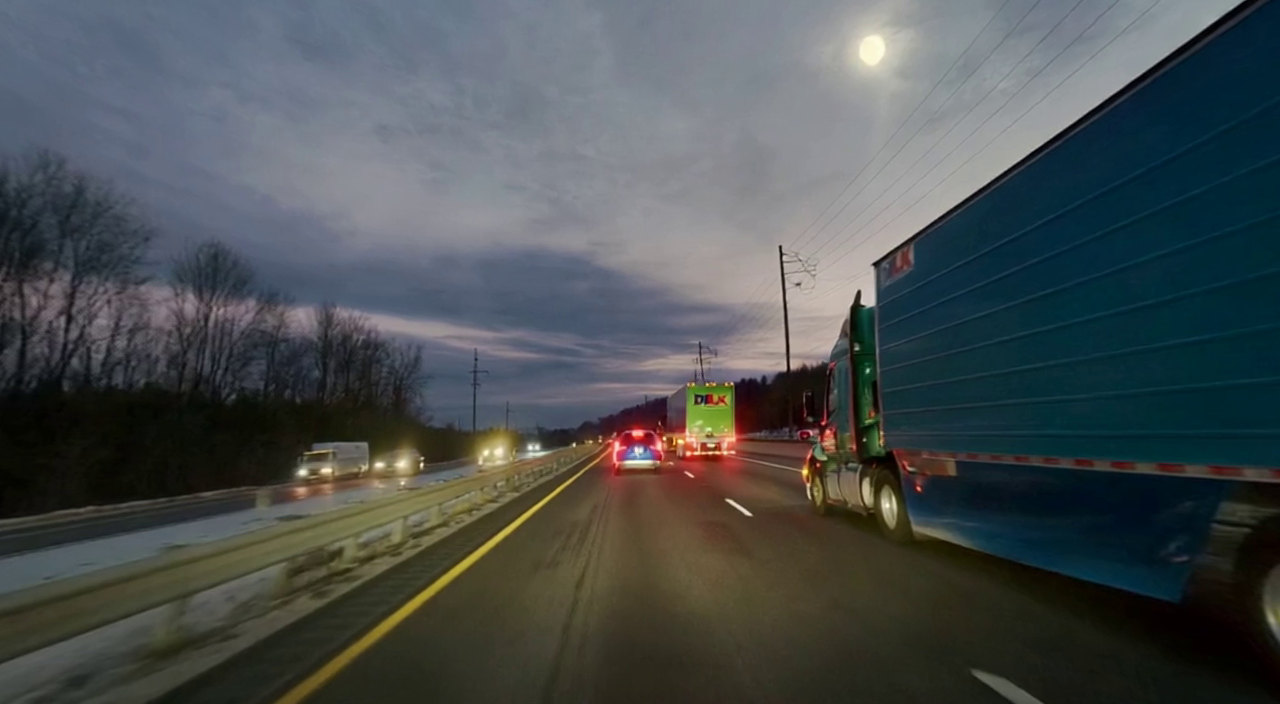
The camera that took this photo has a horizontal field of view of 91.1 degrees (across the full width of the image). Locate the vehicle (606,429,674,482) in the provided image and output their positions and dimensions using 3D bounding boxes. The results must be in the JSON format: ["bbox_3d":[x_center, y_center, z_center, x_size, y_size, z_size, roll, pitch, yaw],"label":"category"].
[{"bbox_3d":[-0.058,3.384,20.953,2.062,1.581,3.914,0,-8,-2],"label":"vehicle"}]

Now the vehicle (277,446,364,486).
[{"bbox_3d":[-17.875,6.356,35.532,2.260,2.015,5.352,0,-8,-2],"label":"vehicle"}]

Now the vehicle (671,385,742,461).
[{"bbox_3d":[3.607,4.201,36.526,2.835,3.872,8.916,0,-8,-2],"label":"vehicle"}]
